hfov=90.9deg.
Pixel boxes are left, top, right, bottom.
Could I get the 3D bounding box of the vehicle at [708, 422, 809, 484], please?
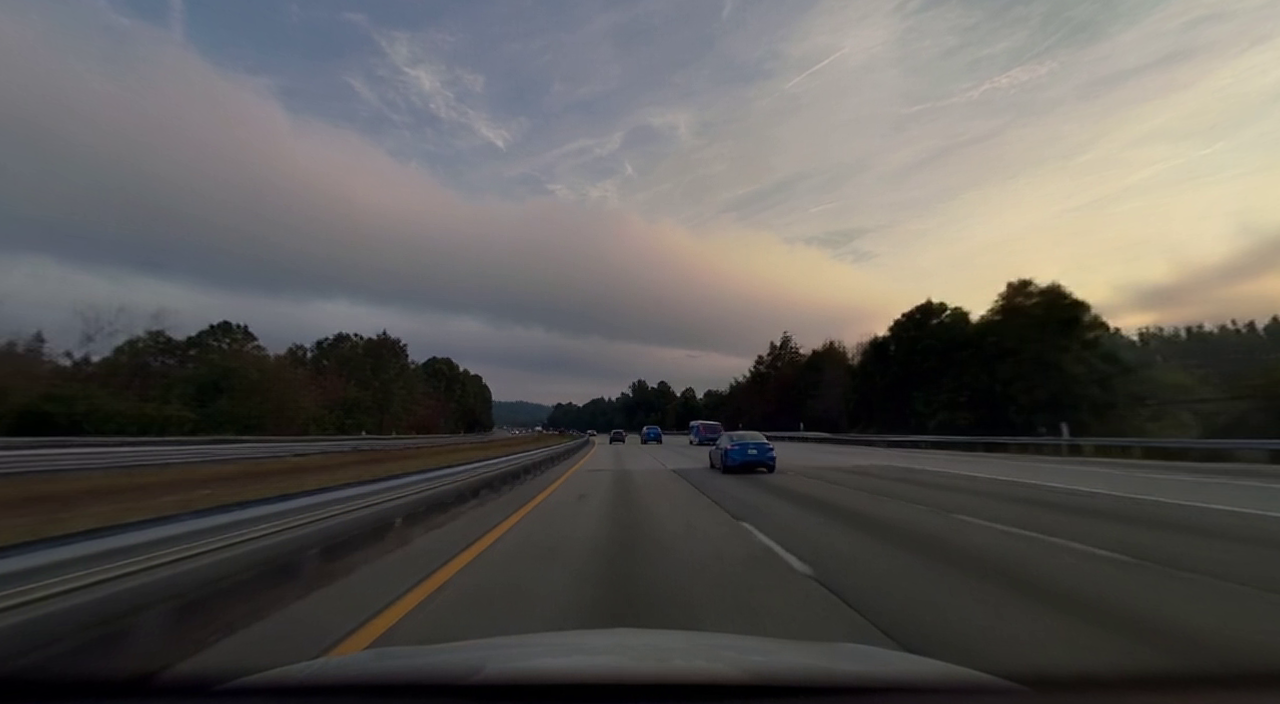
[{"bbox_3d":[3.246,2.861,18.144,2.002,1.569,3.845,0,-8,-3],"label":"vehicle"}]
